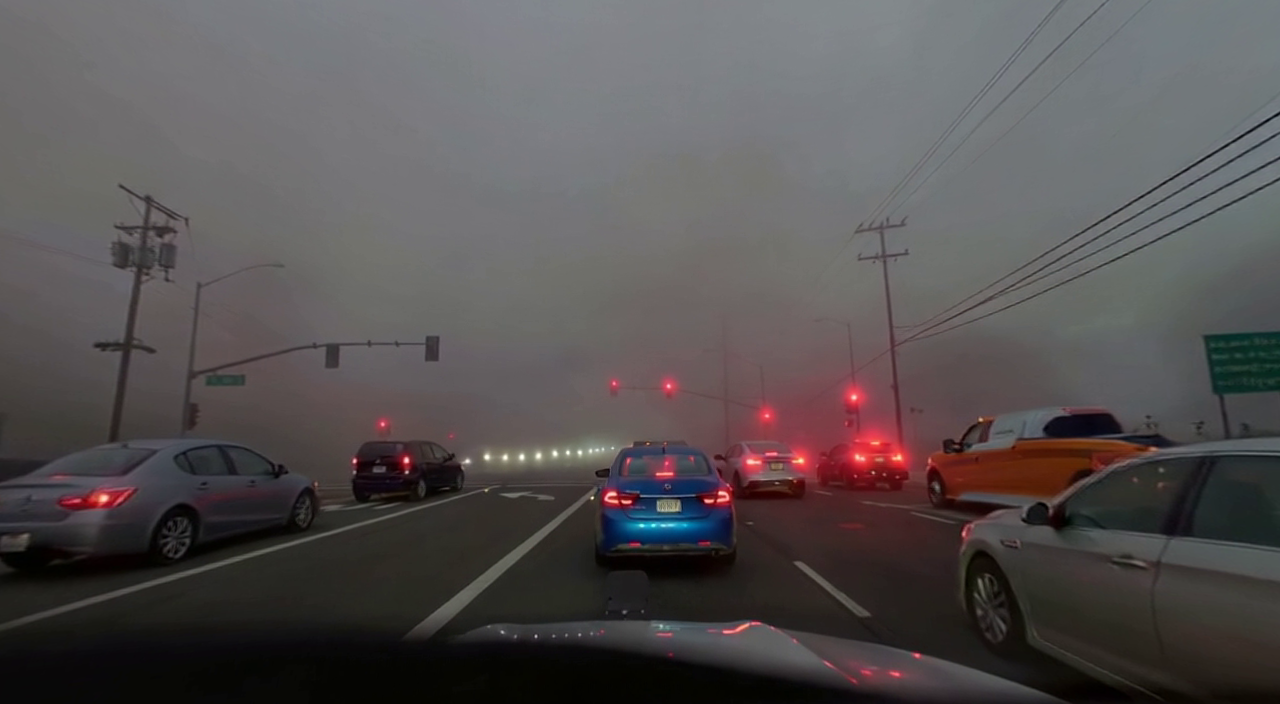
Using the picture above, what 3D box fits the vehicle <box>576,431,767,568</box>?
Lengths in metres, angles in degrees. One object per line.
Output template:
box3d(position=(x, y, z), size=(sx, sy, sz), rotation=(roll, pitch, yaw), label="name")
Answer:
box3d(position=(0.328, 1.928, 9.050), size=(2.109, 1.483, 3.964), rotation=(0, -8, -1), label="vehicle")

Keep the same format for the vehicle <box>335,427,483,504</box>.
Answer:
box3d(position=(-6.238, 3.108, 17.857), size=(2.070, 1.824, 5.196), rotation=(-1, -8, 2), label="vehicle")

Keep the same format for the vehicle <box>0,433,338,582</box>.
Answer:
box3d(position=(-6.406, 1.934, 8.840), size=(1.955, 1.497, 4.639), rotation=(-1, -8, 1), label="vehicle")

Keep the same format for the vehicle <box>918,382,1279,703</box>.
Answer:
box3d(position=(3.114, 0.961, 2.815), size=(1.870, 1.523, 4.096), rotation=(0, -8, 0), label="vehicle")

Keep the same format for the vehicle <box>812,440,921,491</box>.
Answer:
box3d(position=(7.277, 3.670, 20.811), size=(1.867, 1.459, 4.436), rotation=(0, -8, -1), label="vehicle")
